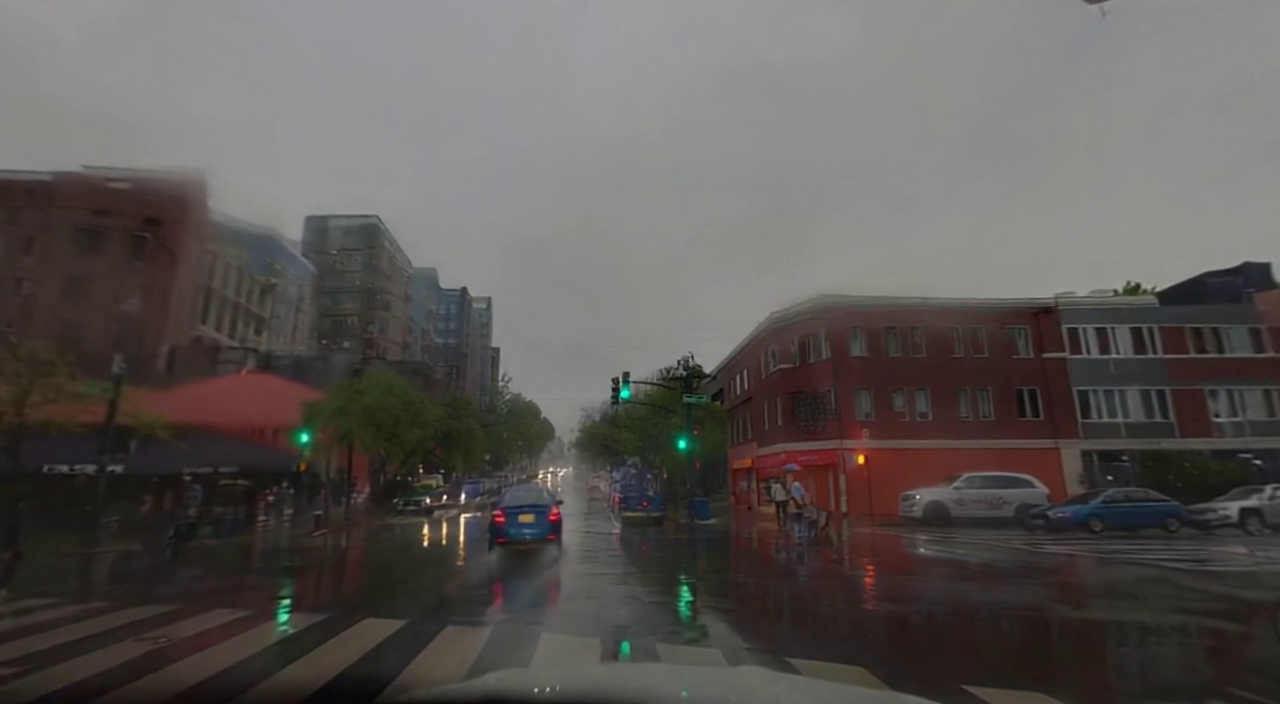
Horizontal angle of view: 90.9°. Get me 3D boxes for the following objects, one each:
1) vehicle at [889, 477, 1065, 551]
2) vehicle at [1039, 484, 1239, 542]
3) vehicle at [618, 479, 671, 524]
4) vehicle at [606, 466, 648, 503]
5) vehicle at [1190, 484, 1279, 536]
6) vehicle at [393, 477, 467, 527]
[{"bbox_3d":[11.921,5.713,22.551,4.974,2.266,2.324,1,-9,-7],"label":"vehicle"},{"bbox_3d":[18.032,5.795,22.968,5.345,1.747,2.410,0,-9,-5],"label":"vehicle"},{"bbox_3d":[0.141,7.099,30.196,1.908,1.741,4.066,1,-9,-9],"label":"vehicle"},{"bbox_3d":[-0.883,8.240,39.433,2.365,1.994,4.259,0,-9,-5],"label":"vehicle"},{"bbox_3d":[23.647,5.784,23.281,4.734,1.605,2.186,0,-9,-5],"label":"vehicle"},{"bbox_3d":[-9.661,6.911,29.433,2.226,1.896,4.438,0,-9,-4],"label":"vehicle"}]
